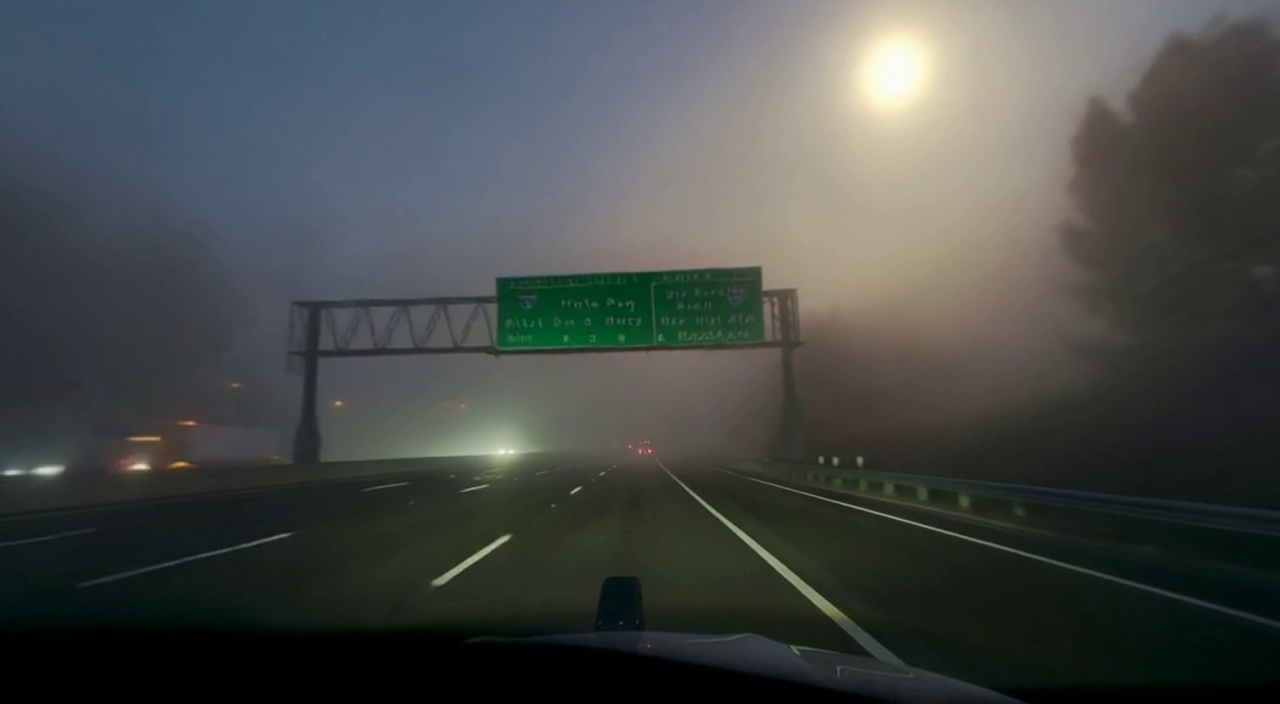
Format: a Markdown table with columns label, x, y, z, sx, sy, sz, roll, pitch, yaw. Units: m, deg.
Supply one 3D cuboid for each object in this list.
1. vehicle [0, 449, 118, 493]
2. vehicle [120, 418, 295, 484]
| label | x | y | z | sx | sy | sz | roll | pitch | yaw |
| --- | --- | --- | --- | --- | --- | --- | --- | --- | --- |
| vehicle | -24.399 | 4.828 | 25.939 | 1.946 | 1.620 | 4.287 | -1 | -9 | 2 |
| vehicle | -27.784 | 6.494 | 41.624 | 3.007 | 3.740 | 11.544 | 0 | -9 | 2 |
